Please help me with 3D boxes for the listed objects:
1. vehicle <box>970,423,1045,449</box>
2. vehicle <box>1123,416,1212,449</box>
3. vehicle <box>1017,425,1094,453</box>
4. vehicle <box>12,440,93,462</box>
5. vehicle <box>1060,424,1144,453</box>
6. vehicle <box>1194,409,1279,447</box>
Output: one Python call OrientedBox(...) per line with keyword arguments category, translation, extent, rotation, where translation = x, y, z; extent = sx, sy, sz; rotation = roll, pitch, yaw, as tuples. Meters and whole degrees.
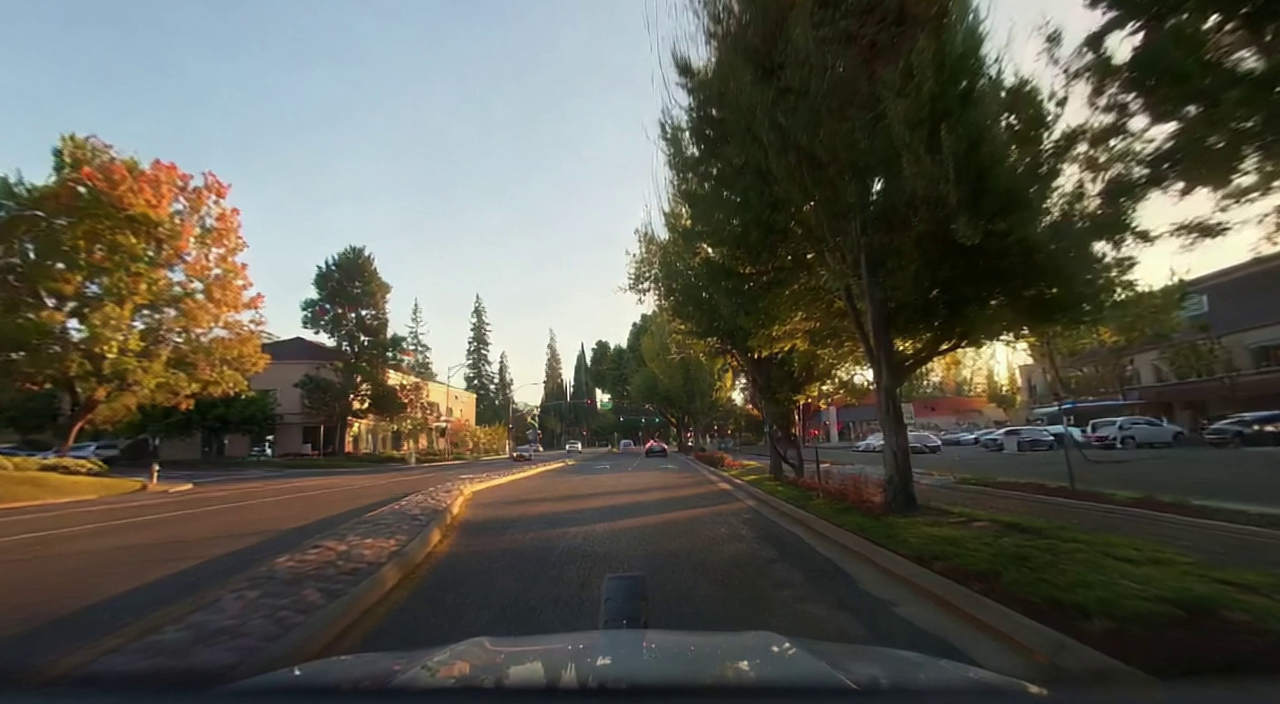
OrientedBox(category="vehicle", translation=(25.708, 5.927, 44.302), extent=(1.850, 1.745, 4.514), rotation=(2, -9, -12))
OrientedBox(category="vehicle", translation=(23.079, 3.551, 27.605), extent=(3.221, 1.347, 1.557), rotation=(3, -10, -23))
OrientedBox(category="vehicle", translation=(21.296, 4.461, 32.352), extent=(3.179, 1.322, 1.521), rotation=(1, -8, -18))
OrientedBox(category="vehicle", translation=(-45.682, 7.752, 49.097), extent=(4.443, 1.398, 1.830), rotation=(-3, -10, -2))
OrientedBox(category="vehicle", translation=(21.973, 4.097, 30.026), extent=(3.143, 1.303, 1.491), rotation=(1, -8, -16))
OrientedBox(category="vehicle", translation=(24.386, 3.098, 25.363), extent=(3.380, 1.431, 1.765), rotation=(4, -9, -24))
